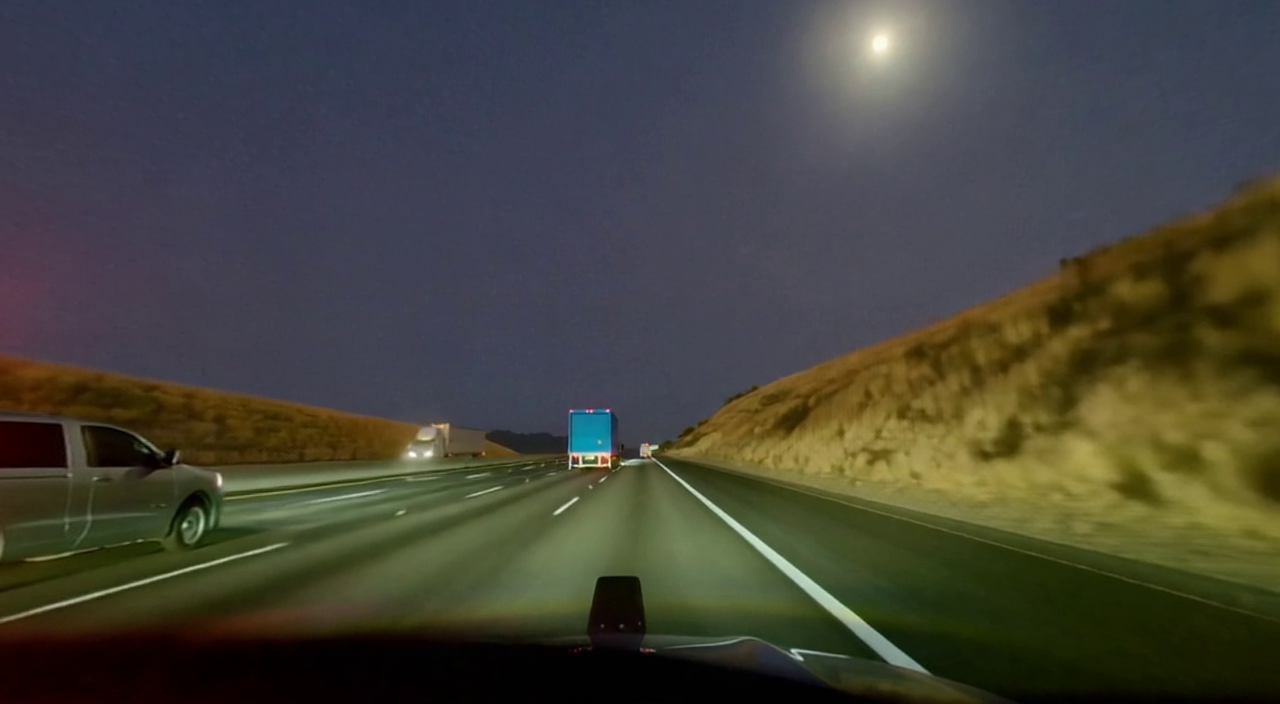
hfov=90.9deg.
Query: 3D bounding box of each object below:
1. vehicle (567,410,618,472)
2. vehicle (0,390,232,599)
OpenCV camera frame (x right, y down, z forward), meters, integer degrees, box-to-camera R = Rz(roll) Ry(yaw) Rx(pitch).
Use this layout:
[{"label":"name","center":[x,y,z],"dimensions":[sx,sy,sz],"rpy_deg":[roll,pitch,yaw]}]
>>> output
[{"label":"vehicle","center":[-3.417,7.058,49.766],"dimensions":[2.893,4.073,15.281],"rpy_deg":[0,-8,0]},{"label":"vehicle","center":[-6.858,1.359,6.180],"dimensions":[2.175,1.860,5.236],"rpy_deg":[0,-8,0]}]
